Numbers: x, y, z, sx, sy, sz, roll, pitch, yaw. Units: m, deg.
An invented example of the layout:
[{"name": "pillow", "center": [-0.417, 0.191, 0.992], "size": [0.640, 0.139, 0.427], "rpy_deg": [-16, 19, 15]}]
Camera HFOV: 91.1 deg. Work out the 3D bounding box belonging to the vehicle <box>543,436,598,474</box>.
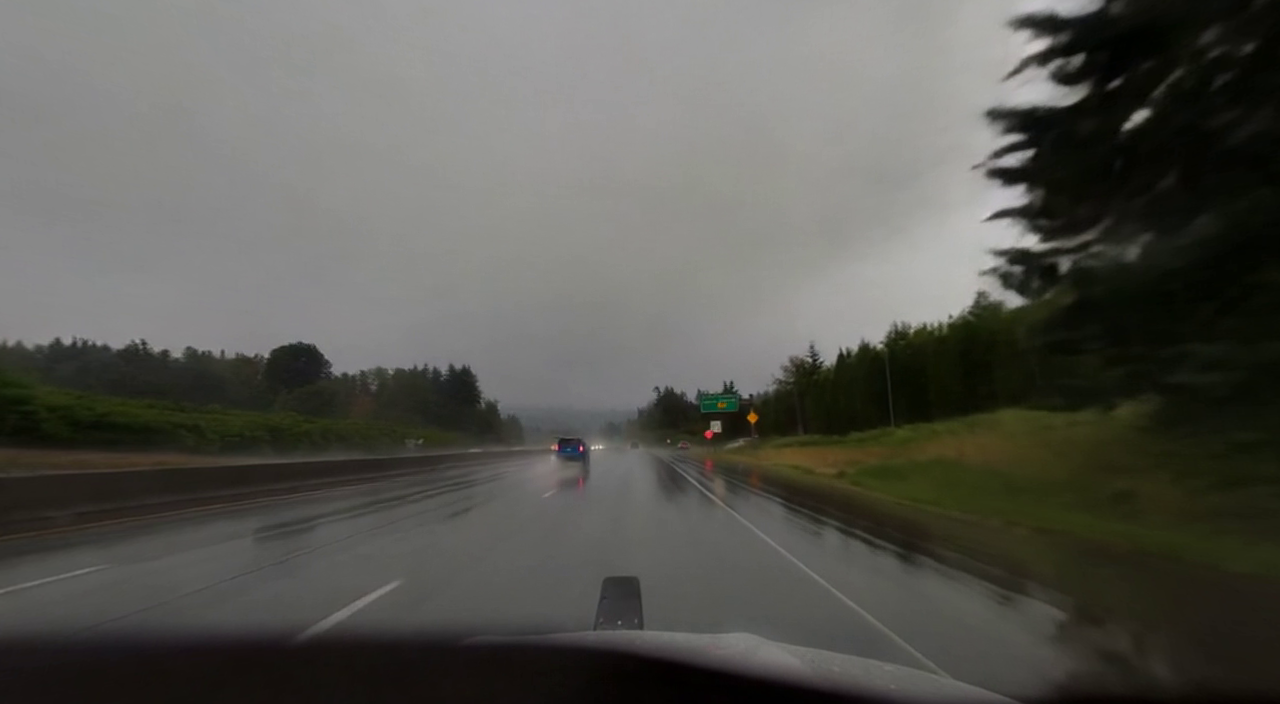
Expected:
[{"name": "vehicle", "center": [-3.285, 4.953, 30.443], "size": [2.125, 1.662, 4.336], "rpy_deg": [-1, -8, 1]}]
